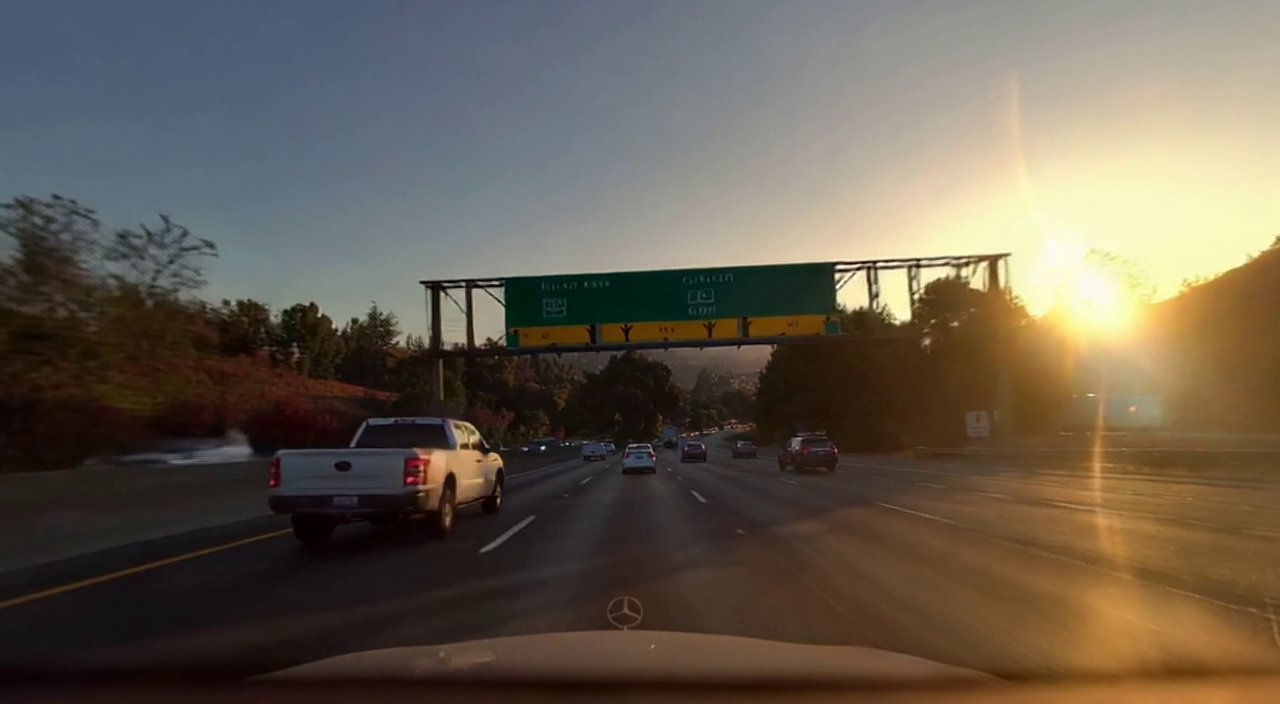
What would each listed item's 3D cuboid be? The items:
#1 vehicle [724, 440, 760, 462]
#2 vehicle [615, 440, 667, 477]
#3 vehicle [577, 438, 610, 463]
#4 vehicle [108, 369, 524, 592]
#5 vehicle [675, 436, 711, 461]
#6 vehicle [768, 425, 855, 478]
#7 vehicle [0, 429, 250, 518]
[{"bbox_3d":[7.288,7.138,45.479,1.894,1.511,4.148,0,-9,-1],"label":"vehicle"},{"bbox_3d":[0.030,4.575,27.383,2.071,1.464,4.162,0,-9,0],"label":"vehicle"},{"bbox_3d":[-3.385,7.301,46.762,2.140,1.720,4.410,0,-9,0],"label":"vehicle"},{"bbox_3d":[-3.435,1.583,8.588,2.487,1.979,5.742,-1,-9,2],"label":"vehicle"},{"bbox_3d":[3.944,7.360,48.076,2.272,1.803,5.416,0,-9,0],"label":"vehicle"},{"bbox_3d":[6.840,4.063,25.796,2.094,1.916,5.099,0,-9,0],"label":"vehicle"},{"bbox_3d":[-13.023,2.975,16.126,2.384,1.827,5.905,0,-9,-1],"label":"vehicle"}]
